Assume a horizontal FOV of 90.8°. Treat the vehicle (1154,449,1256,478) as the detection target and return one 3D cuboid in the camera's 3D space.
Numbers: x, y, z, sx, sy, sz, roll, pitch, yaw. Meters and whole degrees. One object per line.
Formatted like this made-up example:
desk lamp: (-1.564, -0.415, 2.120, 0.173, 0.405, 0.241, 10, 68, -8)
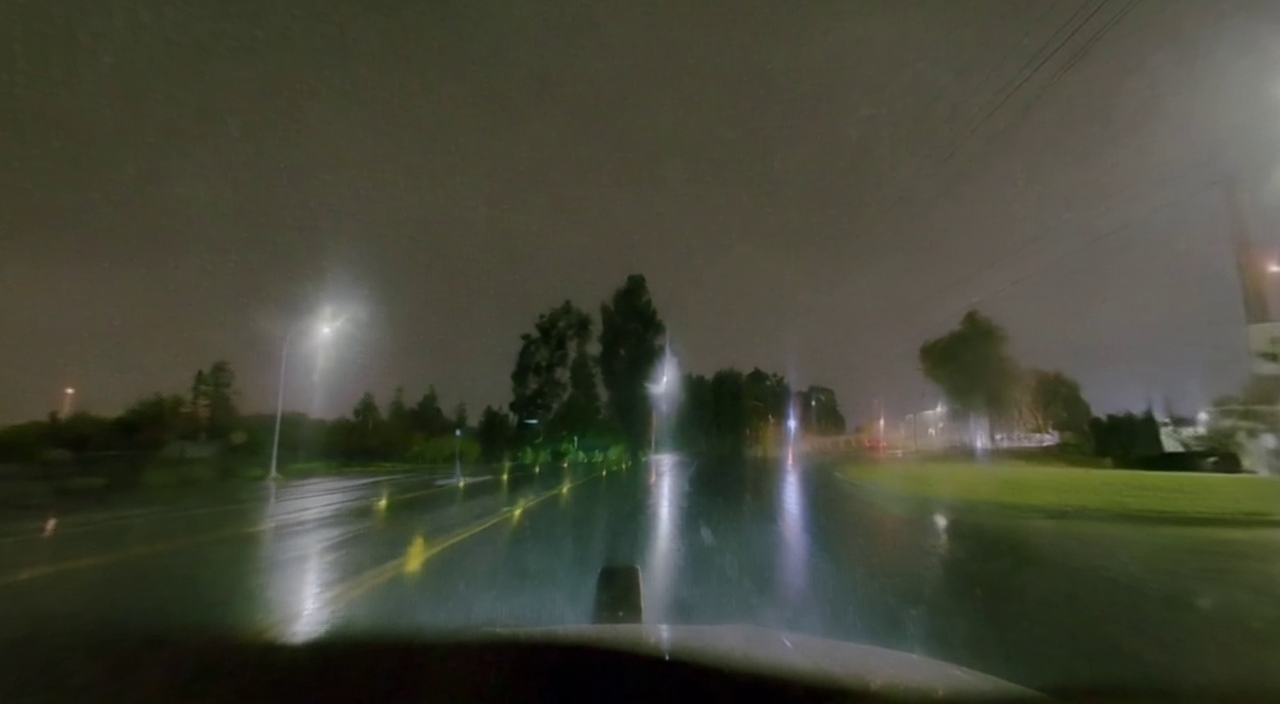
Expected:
vehicle: (30.495, 6.105, 34.338, 1.807, 1.443, 4.905, 0, -11, 12)
